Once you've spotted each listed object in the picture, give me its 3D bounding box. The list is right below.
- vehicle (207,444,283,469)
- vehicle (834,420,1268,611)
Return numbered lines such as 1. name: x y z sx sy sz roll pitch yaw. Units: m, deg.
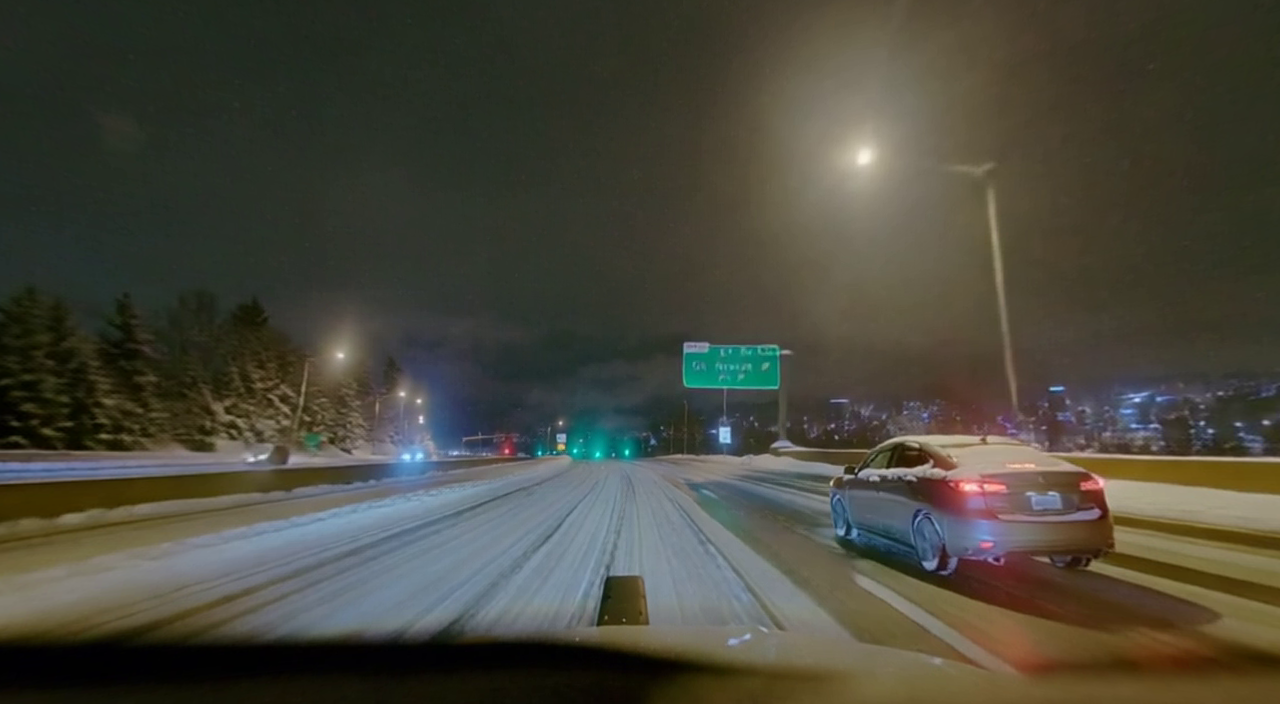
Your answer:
1. vehicle: -26.372 6.994 42.337 1.923 1.536 4.887 0 -8 0
2. vehicle: 4.182 1.707 7.696 2.104 1.575 4.698 0 -8 0
